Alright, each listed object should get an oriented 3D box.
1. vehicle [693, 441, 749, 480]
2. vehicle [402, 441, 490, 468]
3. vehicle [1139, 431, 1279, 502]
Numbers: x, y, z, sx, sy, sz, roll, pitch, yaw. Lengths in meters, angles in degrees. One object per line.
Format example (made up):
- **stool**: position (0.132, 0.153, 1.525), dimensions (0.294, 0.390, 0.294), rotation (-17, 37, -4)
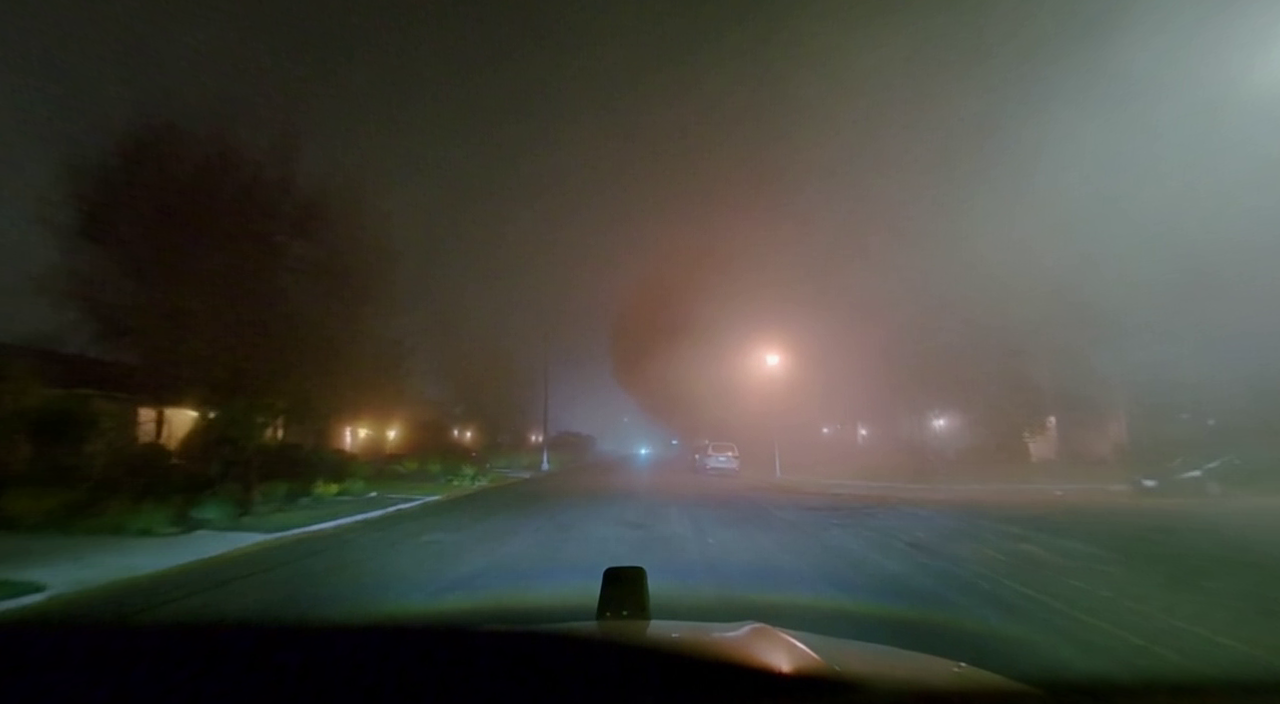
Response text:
- **vehicle**: position (3.899, 5.277, 31.072), dimensions (2.046, 1.760, 4.570), rotation (0, -8, -1)
- **vehicle**: position (-12.410, 6.574, 40.448), dimensions (4.906, 1.564, 1.988), rotation (0, -8, 7)
- **vehicle**: position (17.419, 3.163, 17.723), dimensions (4.681, 1.810, 2.249), rotation (-2, -8, 5)
